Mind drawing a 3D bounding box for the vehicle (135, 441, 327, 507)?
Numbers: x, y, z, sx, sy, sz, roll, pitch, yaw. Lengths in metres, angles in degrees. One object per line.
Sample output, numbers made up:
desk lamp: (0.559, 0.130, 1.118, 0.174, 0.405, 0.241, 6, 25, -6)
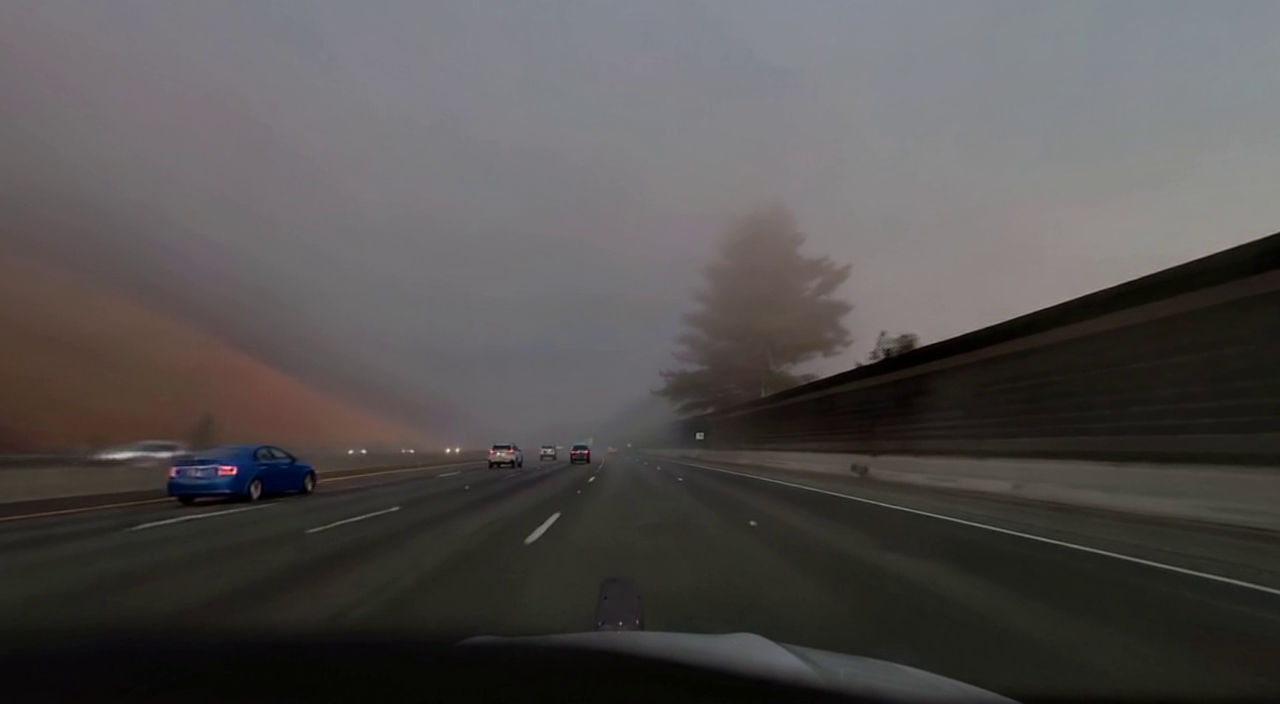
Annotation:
vehicle: (-10.424, 3.117, 16.670, 1.949, 1.475, 4.740, 0, -9, -1)

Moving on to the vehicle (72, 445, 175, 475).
vehicle: (-30.217, 6.306, 37.197, 1.911, 1.588, 4.877, 0, -9, 0)

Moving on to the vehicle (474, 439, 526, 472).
vehicle: (-8.068, 6.036, 36.965, 2.074, 1.768, 4.805, 0, -9, -2)

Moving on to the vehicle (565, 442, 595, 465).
vehicle: (-4.584, 7.847, 48.997, 2.115, 1.713, 4.263, 0, -9, -2)
